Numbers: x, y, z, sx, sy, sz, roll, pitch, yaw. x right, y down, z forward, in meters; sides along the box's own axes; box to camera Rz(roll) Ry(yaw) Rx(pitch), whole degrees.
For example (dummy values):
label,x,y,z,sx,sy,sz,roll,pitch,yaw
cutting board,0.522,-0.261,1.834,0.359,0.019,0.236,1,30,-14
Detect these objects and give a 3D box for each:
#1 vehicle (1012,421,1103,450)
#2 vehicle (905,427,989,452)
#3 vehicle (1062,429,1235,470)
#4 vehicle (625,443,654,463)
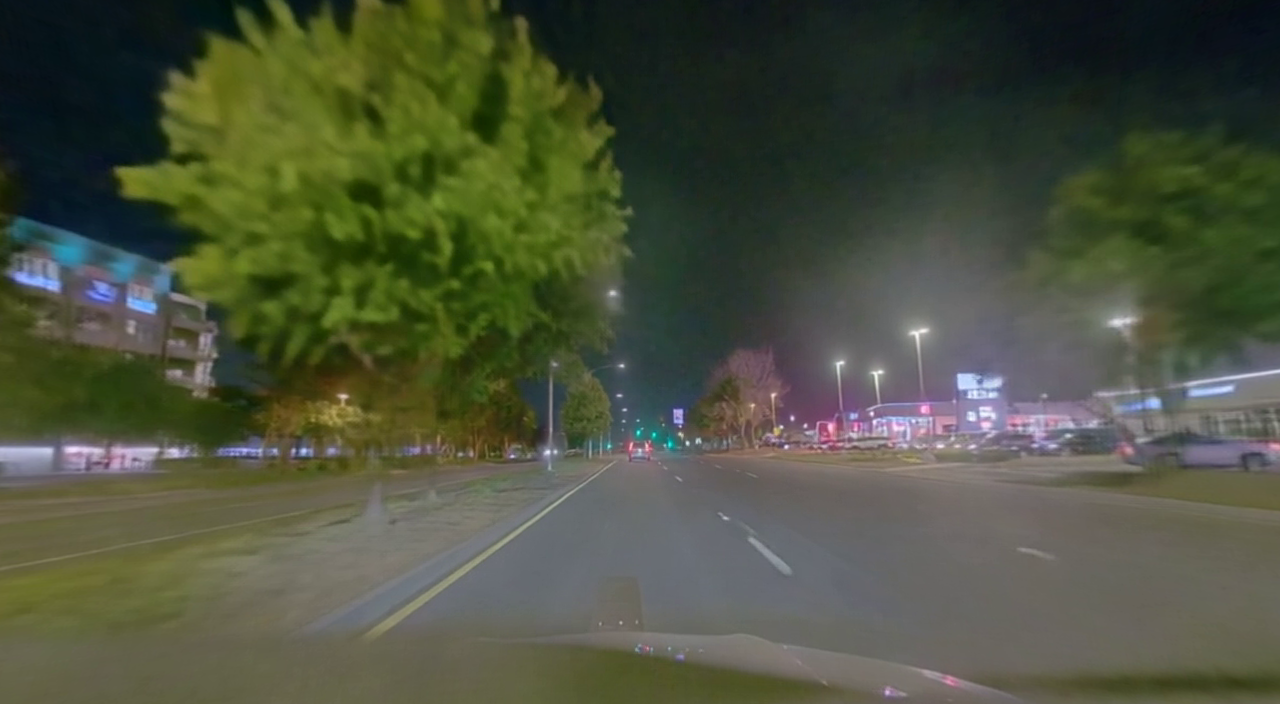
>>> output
label,x,y,z,sx,sy,sz,roll,pitch,yaw
vehicle,25.633,5.210,39.062,1.921,1.678,5.257,0,-9,-2
vehicle,20.999,6.042,43.405,4.682,1.630,1.972,-1,-9,2
vehicle,19.921,3.841,24.989,2.048,1.462,4.802,5,-10,-32
vehicle,-0.087,7.928,49.807,2.159,1.461,4.142,0,-8,-1
